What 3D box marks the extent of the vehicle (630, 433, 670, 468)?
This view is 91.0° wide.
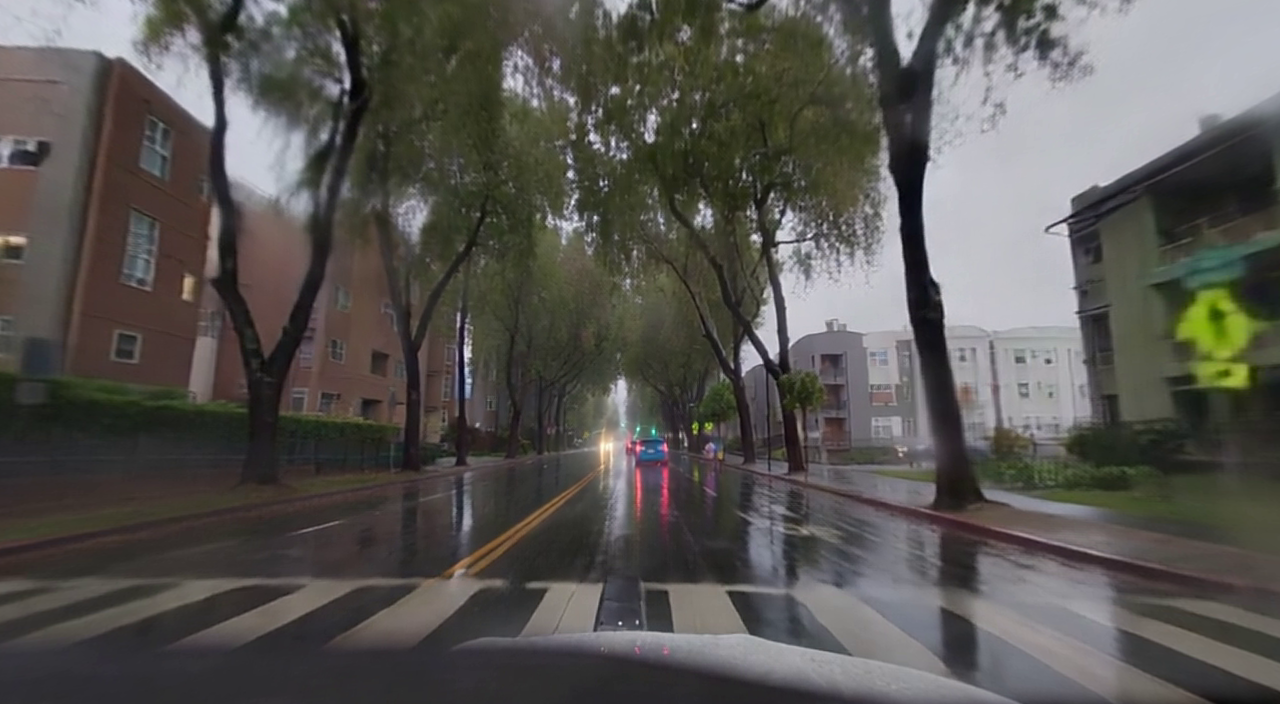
[{"bbox_3d":[0.461,5.079,32.655,1.981,1.703,3.691,0,-8,-1],"label":"vehicle"}]

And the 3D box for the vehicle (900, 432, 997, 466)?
[{"bbox_3d":[17.178,5.429,35.215,4.237,1.819,2.245,0,-8,0],"label":"vehicle"}]
